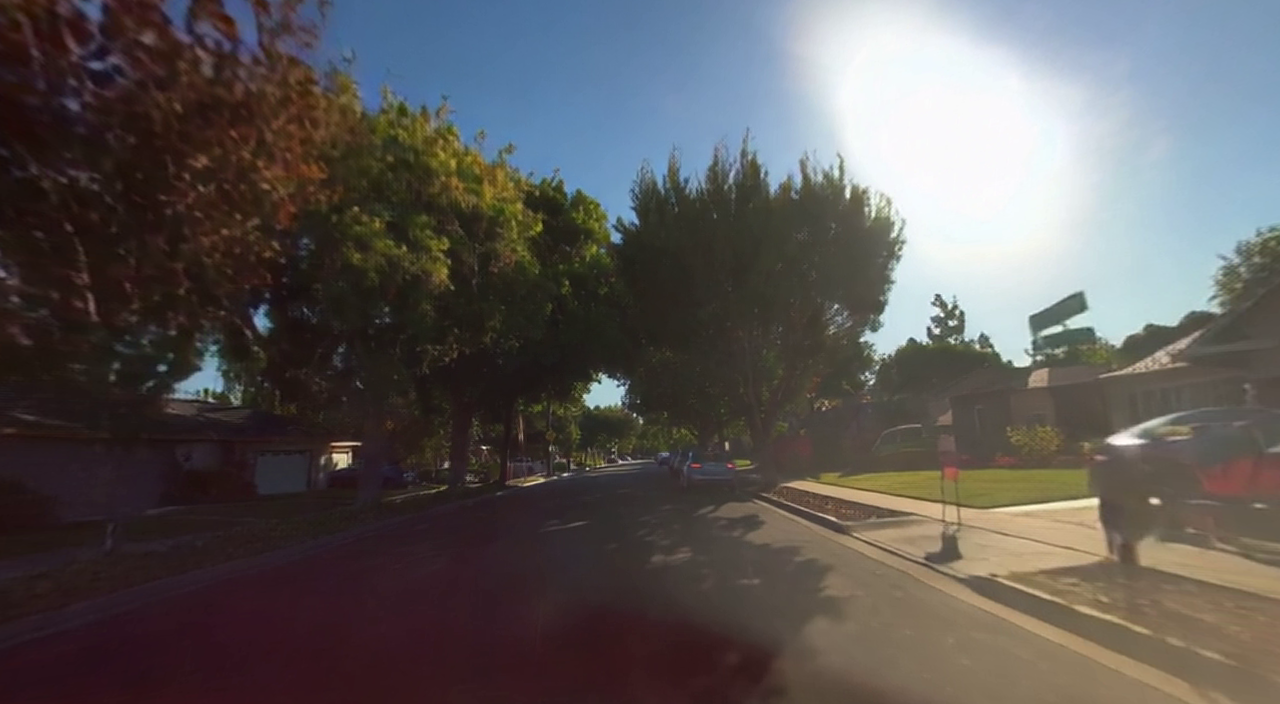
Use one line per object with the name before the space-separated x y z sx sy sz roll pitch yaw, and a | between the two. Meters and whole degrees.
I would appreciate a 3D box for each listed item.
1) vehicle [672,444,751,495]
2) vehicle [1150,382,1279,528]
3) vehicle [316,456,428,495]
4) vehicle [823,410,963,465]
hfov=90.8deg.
vehicle | 2.252 3.873 21.212 2.009 1.506 4.698 0 -9 -1
vehicle | 9.541 1.308 8.062 4.230 1.666 1.978 0 -9 2
vehicle | -12.992 5.987 30.798 4.511 1.809 2.018 0 -9 1
vehicle | 10.348 3.596 26.214 4.861 1.911 2.181 2 -13 2
